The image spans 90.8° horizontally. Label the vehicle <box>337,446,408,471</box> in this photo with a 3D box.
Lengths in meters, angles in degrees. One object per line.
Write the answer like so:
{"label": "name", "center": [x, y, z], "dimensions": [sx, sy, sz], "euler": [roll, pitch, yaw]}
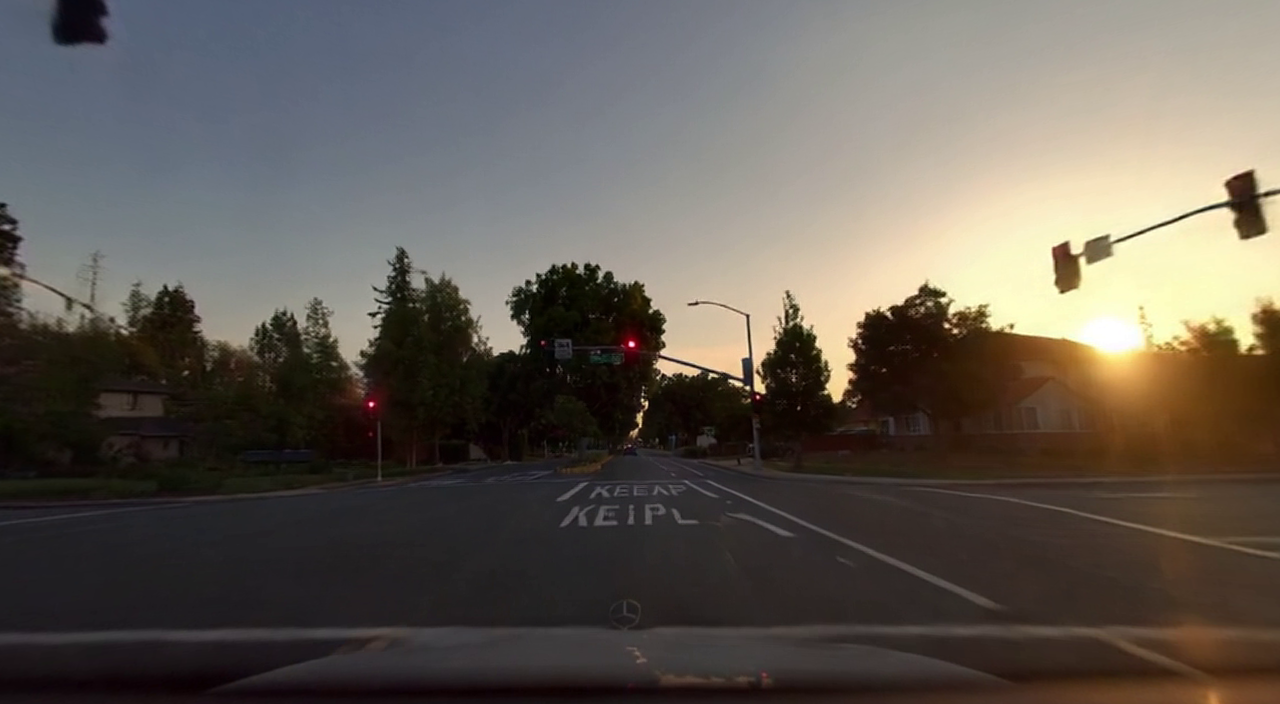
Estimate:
{"label": "vehicle", "center": [-18.807, 7.463, 44.518], "dimensions": [4.115, 1.699, 1.848], "euler": [0, -8, -1]}
